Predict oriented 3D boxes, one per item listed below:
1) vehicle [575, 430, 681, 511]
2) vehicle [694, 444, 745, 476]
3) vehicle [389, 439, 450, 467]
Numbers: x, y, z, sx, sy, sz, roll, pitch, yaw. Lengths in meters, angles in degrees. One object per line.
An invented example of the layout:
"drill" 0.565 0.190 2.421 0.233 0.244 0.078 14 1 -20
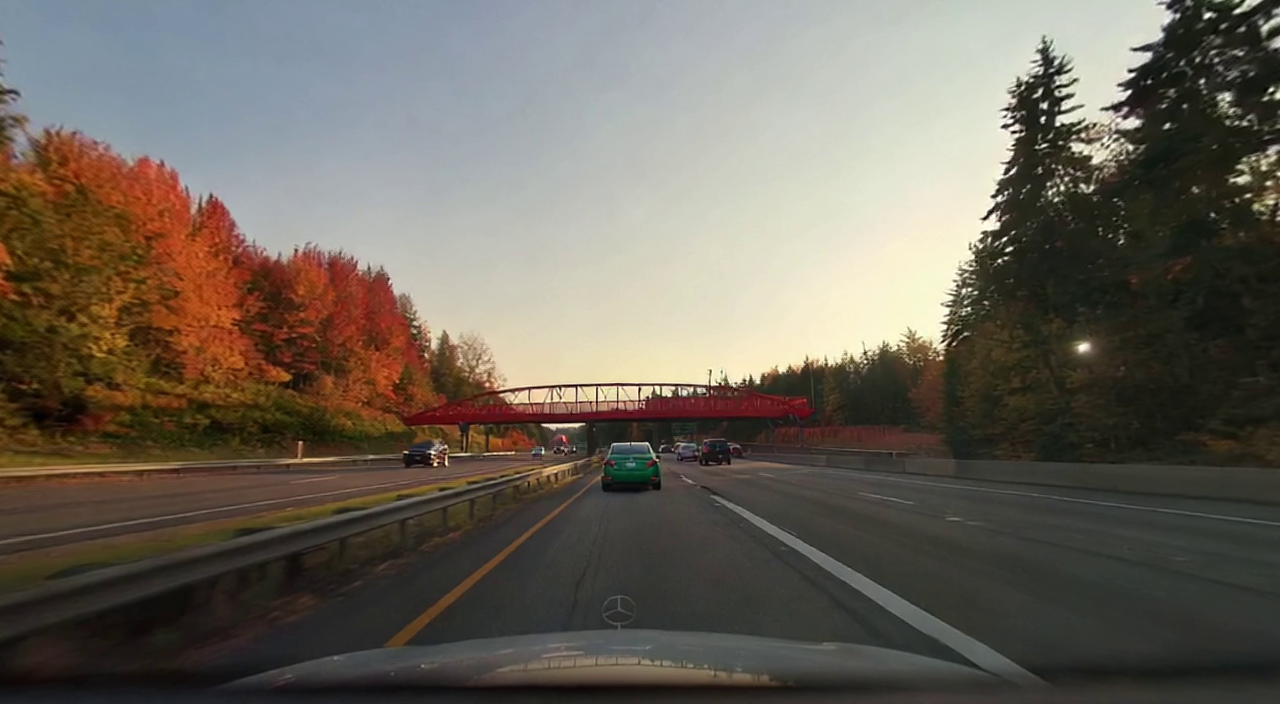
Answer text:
"vehicle" -0.270 2.846 15.524 2.259 1.699 4.015 0 -9 0
"vehicle" 3.919 5.390 31.462 1.894 1.487 3.751 0 -9 -3
"vehicle" -13.559 6.222 38.802 2.058 1.624 4.697 0 -9 0
